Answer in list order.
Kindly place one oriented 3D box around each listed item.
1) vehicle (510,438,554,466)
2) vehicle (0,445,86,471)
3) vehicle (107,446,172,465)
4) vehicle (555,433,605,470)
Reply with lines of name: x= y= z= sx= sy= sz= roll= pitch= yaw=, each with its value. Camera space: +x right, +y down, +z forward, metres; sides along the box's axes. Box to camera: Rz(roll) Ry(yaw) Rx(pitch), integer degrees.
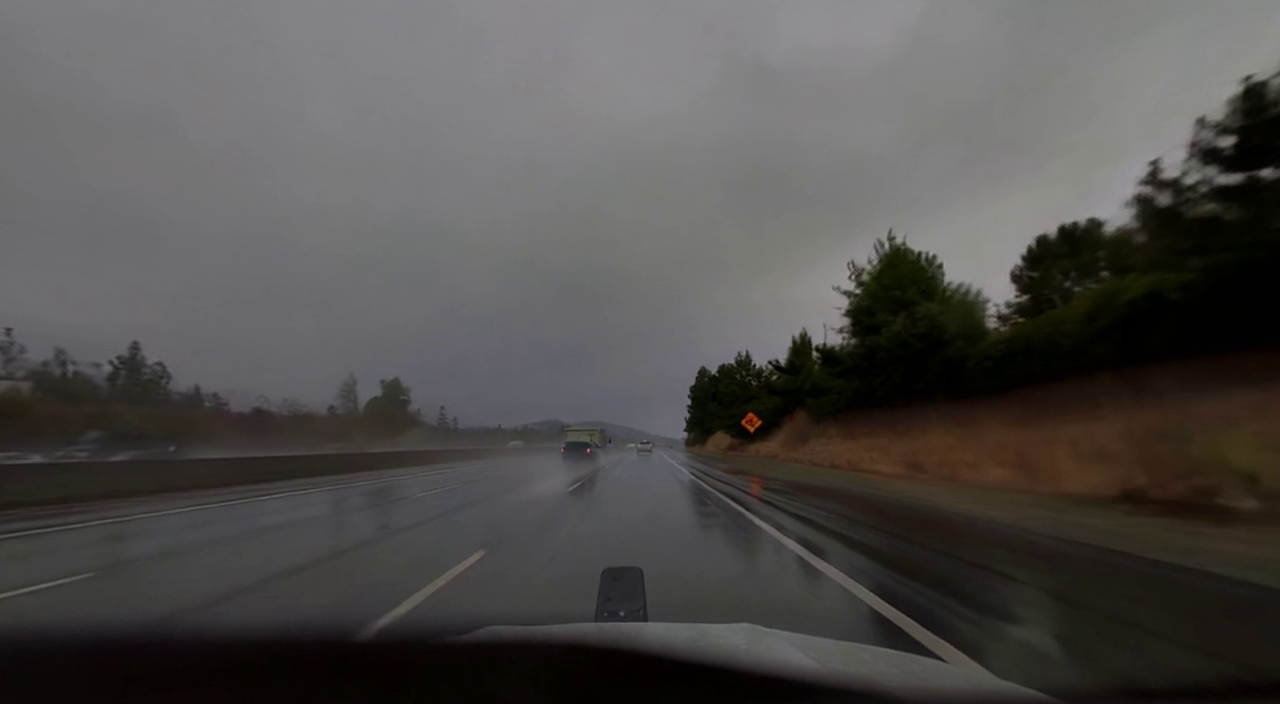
vehicle: x=-7.152 y=6.672 z=42.015 sx=2.078 sy=1.729 sz=4.722 roll=0 pitch=-8 yaw=1
vehicle: x=-41.805 y=7.337 z=43.728 sx=2.062 sy=1.655 sz=4.781 roll=0 pitch=-8 yaw=0
vehicle: x=-38.357 y=7.936 z=48.253 sx=1.790 sy=1.345 sz=3.970 roll=0 pitch=-8 yaw=-1
vehicle: x=-3.048 y=5.143 z=32.504 sx=2.194 sy=1.766 sz=3.720 roll=0 pitch=-8 yaw=0
